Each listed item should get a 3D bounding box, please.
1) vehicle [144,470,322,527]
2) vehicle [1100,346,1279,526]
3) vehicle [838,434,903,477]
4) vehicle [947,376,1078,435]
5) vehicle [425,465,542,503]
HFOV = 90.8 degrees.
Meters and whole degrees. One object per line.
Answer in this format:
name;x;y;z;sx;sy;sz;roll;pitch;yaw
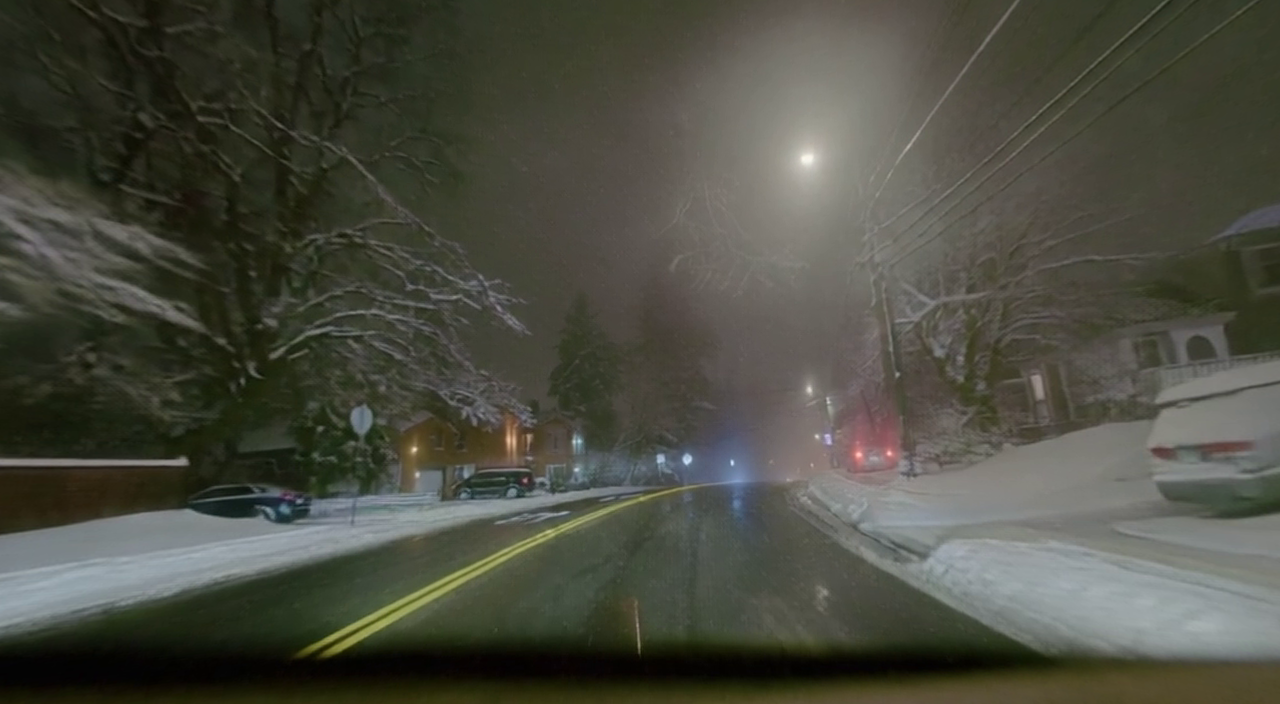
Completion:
vehicle;-12.422;4.470;19.520;4.175;1.492;1.845;-1;-9;-3
vehicle;9.045;0.991;7.973;4.740;1.638;2.018;-3;-24;-6
vehicle;10.863;4.907;30.150;2.163;1.885;4.804;-2;-9;12
vehicle;16.953;2.428;28.946;4.539;2.010;2.163;-7;0;5
vehicle;-8.334;7.135;34.067;5.643;1.759;2.110;-1;-19;5
